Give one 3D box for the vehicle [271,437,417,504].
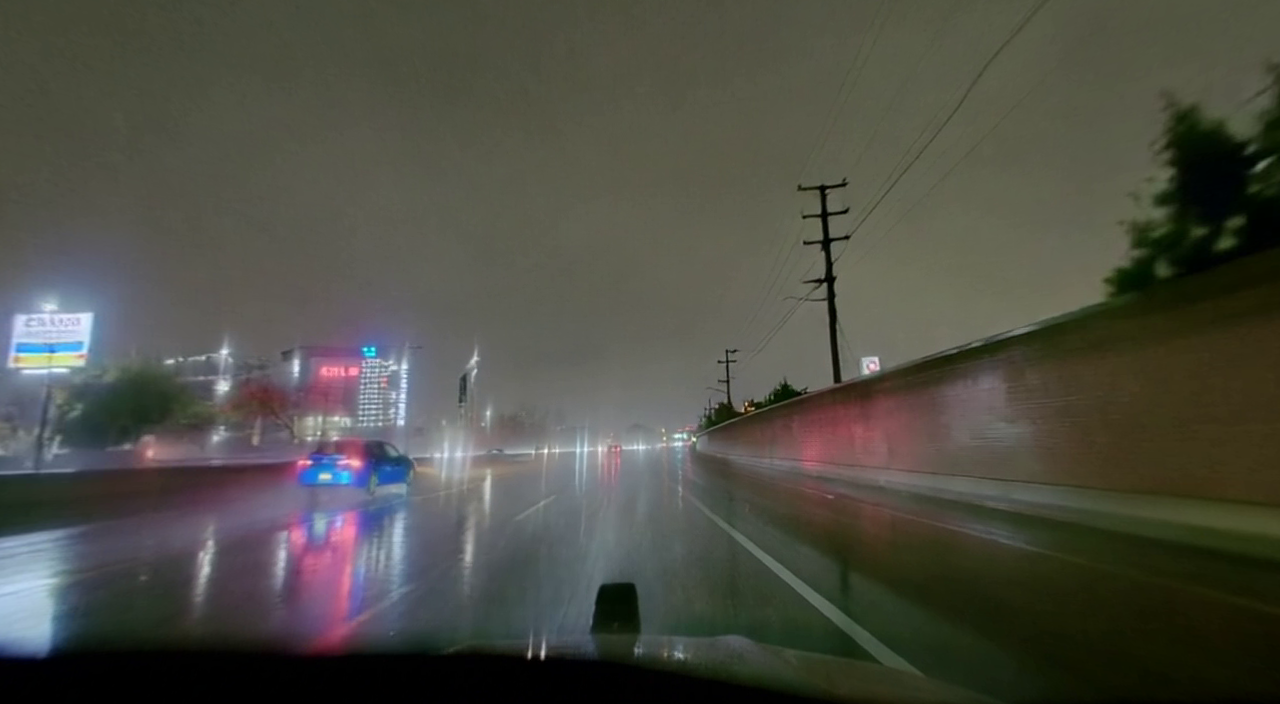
[{"bbox_3d":[-7.733,3.101,16.987,2.013,1.574,3.923,0,-8,0],"label":"vehicle"}]
